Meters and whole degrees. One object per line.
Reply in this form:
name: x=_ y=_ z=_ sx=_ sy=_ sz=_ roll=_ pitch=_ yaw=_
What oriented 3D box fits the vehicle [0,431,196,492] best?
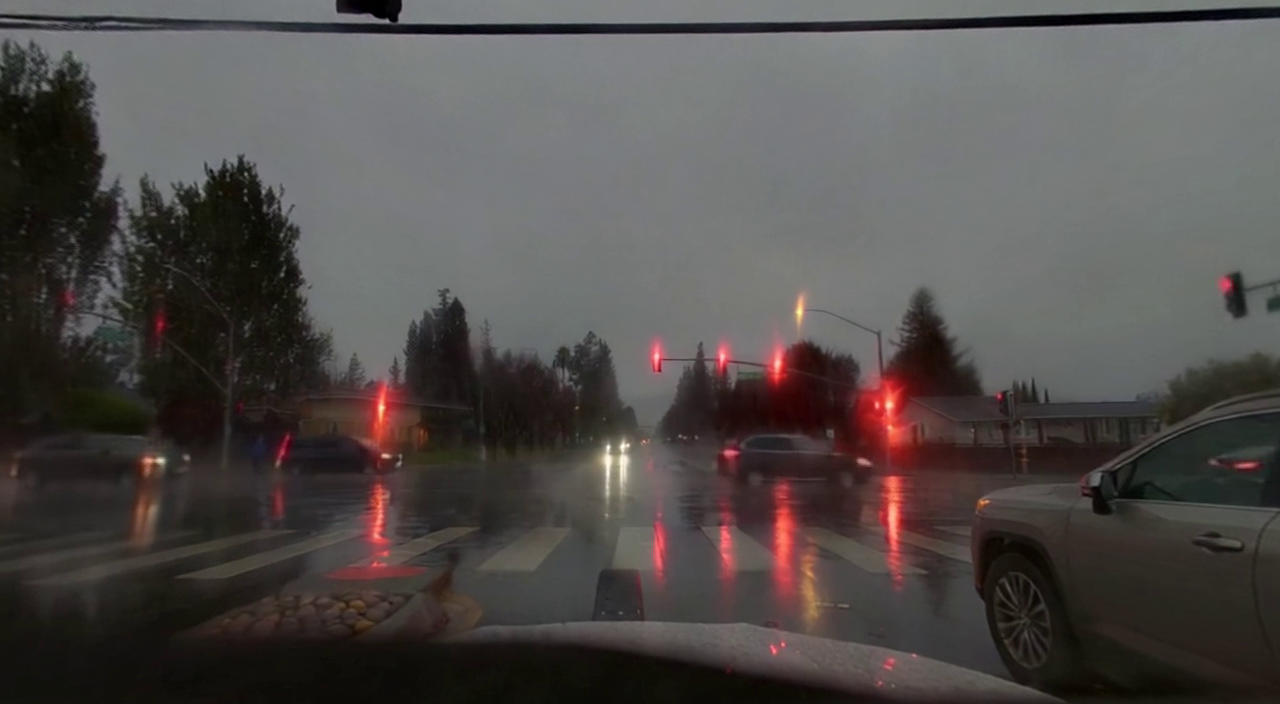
vehicle: x=-17.212 y=3.347 z=19.512 sx=5.403 sy=1.759 sz=2.040 roll=0 pitch=-8 yaw=0

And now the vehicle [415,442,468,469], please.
vehicle: x=-13.930 y=7.262 z=44.693 sx=2.065 sy=1.775 sz=4.667 roll=0 pitch=-9 yaw=3

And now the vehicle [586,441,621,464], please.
vehicle: x=-2.402 y=6.710 z=42.266 sx=2.046 sy=1.491 sz=4.118 roll=0 pitch=-9 yaw=0

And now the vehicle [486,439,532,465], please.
vehicle: x=-8.932 y=6.866 z=43.643 sx=2.028 sy=1.654 sz=5.027 roll=0 pitch=-9 yaw=1

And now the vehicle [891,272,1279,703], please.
vehicle: x=2.719 y=0.711 z=1.721 sx=2.085 sy=1.800 sz=4.908 roll=0 pitch=-9 yaw=1

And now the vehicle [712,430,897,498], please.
vehicle: x=4.232 y=2.952 z=16.846 sx=4.332 sy=1.682 sz=2.025 roll=0 pitch=-9 yaw=-2

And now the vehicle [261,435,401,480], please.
vehicle: x=-11.855 y=4.086 z=24.618 sx=4.532 sy=1.633 sz=2.130 roll=2 pitch=-9 yaw=-16
